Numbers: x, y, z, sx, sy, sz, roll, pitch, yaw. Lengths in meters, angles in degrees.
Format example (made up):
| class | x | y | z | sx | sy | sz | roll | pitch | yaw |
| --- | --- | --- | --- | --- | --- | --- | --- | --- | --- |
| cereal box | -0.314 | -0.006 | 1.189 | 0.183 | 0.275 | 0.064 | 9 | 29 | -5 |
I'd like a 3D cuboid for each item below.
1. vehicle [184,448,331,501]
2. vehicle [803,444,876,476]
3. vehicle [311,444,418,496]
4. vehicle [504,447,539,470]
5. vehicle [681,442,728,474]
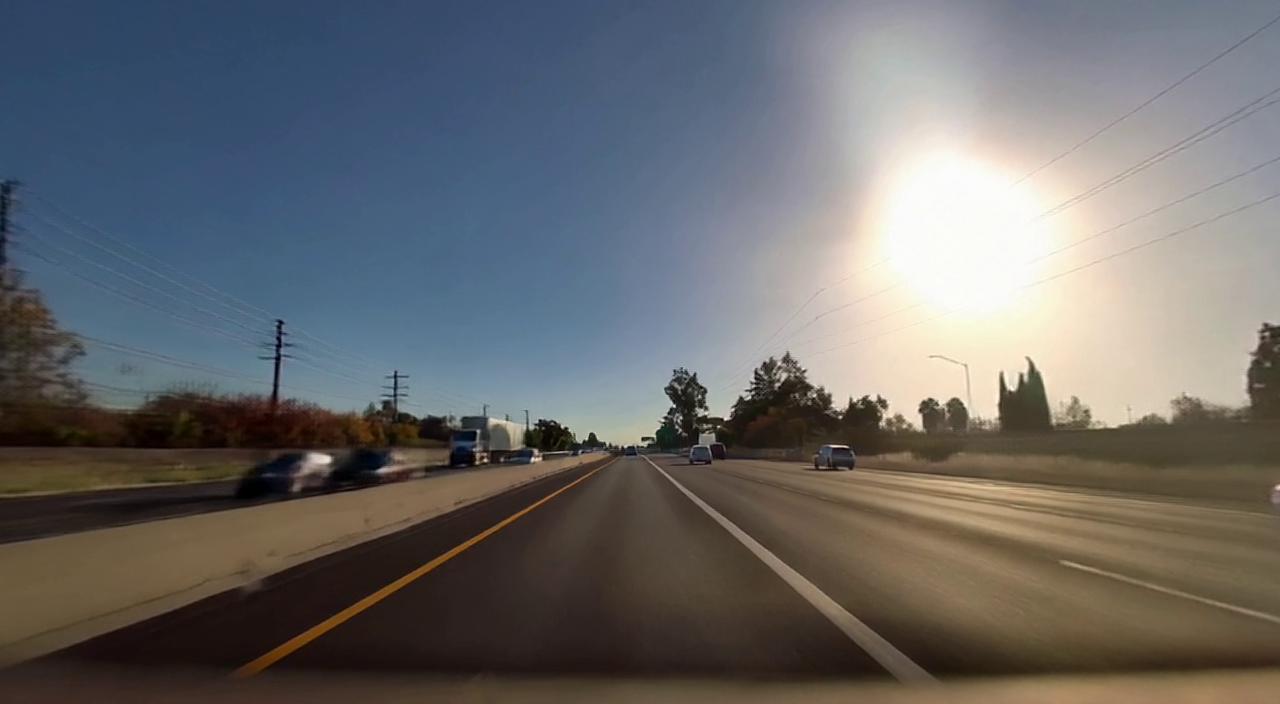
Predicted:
| class | x | y | z | sx | sy | sz | roll | pitch | yaw |
| --- | --- | --- | --- | --- | --- | --- | --- | --- | --- |
| vehicle | -11.975 | 3.830 | 20.219 | 1.911 | 1.468 | 4.434 | 0 | -9 | 0 |
| vehicle | 10.181 | 5.545 | 32.774 | 1.987 | 1.502 | 5.130 | 0 | -9 | -2 |
| vehicle | -8.488 | 3.641 | 19.820 | 1.798 | 1.465 | 3.431 | 0 | -9 | 0 |
| vehicle | -7.504 | 6.785 | 40.343 | 1.543 | 1.401 | 3.404 | 0 | -9 | 1 |
| vehicle | 3.433 | 5.715 | 34.257 | 2.018 | 1.600 | 4.121 | 0 | -9 | -2 |
